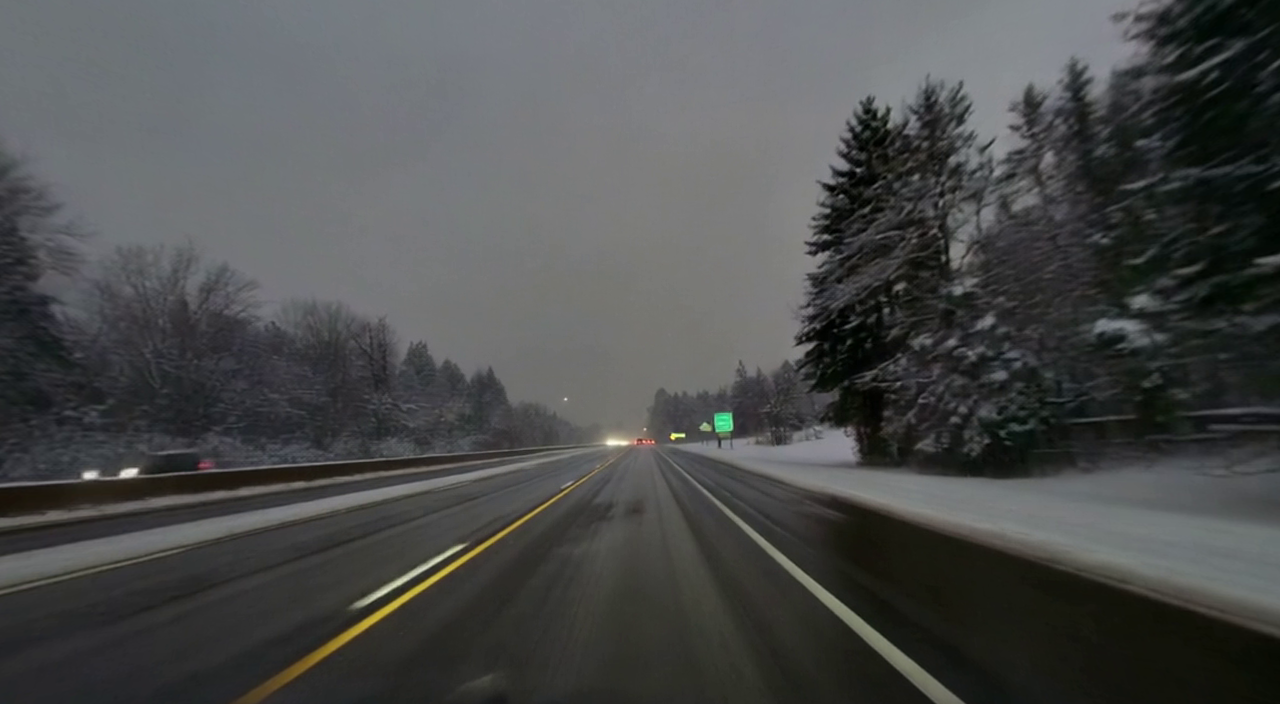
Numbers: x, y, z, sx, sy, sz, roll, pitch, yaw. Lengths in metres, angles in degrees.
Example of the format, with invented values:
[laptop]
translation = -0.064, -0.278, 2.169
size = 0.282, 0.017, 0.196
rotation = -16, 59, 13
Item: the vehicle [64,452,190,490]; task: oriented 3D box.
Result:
[vehicle]
translation = -23.611, 5.462, 29.236
size = 1.858, 1.546, 4.690
rotation = 0, -8, 1
